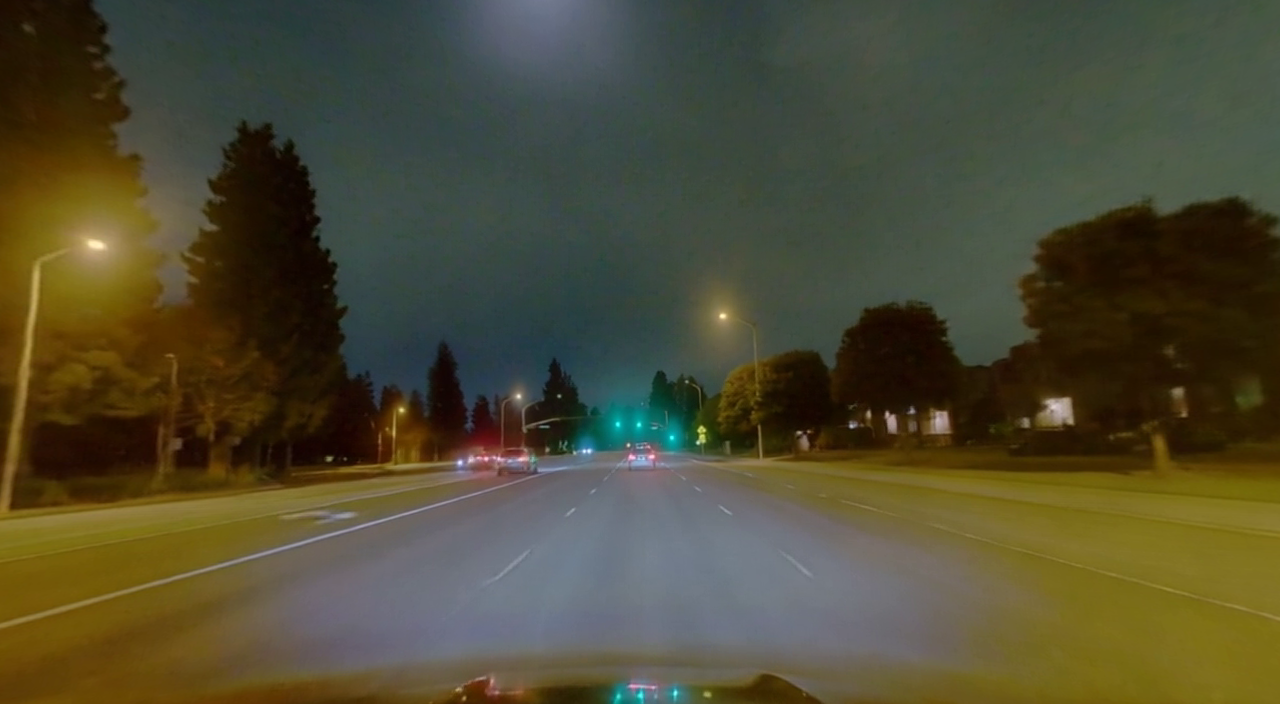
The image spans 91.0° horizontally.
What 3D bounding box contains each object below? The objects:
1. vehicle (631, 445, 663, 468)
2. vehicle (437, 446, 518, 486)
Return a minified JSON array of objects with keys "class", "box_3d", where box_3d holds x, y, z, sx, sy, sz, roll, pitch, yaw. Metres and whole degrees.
[{"class":"vehicle","box_3d":[0.472,7.322,44.125,2.106,1.517,4.375,0,-9,0]},{"class":"vehicle","box_3d":[-6.459,4.577,25.554,2.014,1.472,4.357,0,-9,2]}]
